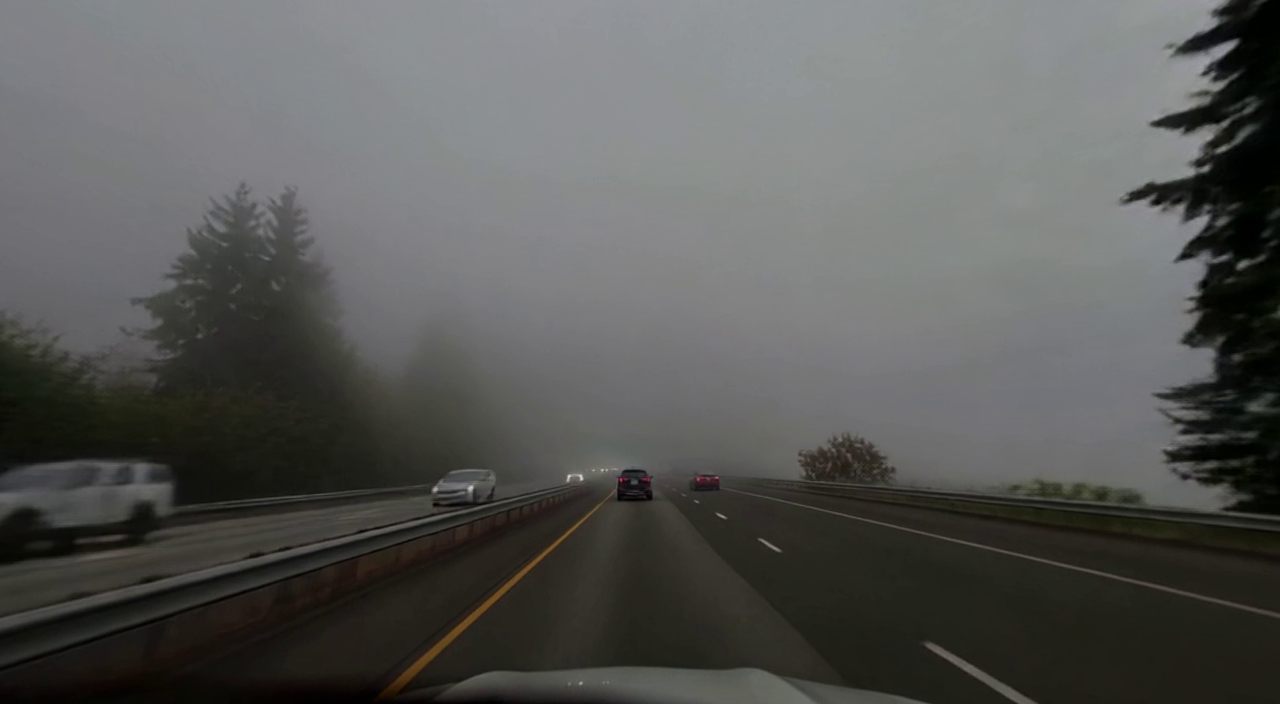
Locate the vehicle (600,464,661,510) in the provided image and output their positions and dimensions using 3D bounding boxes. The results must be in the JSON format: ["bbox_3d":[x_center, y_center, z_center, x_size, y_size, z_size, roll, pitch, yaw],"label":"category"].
[{"bbox_3d":[-0.335,4.884,23.043,2.060,1.473,3.726,1,-10,-1],"label":"vehicle"}]

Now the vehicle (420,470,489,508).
[{"bbox_3d":[-7.908,5.848,27.205,1.780,1.447,3.670,1,-10,1],"label":"vehicle"}]

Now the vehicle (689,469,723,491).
[{"bbox_3d":[4.703,9.210,45.605,1.974,1.476,4.119,1,-10,0],"label":"vehicle"}]
